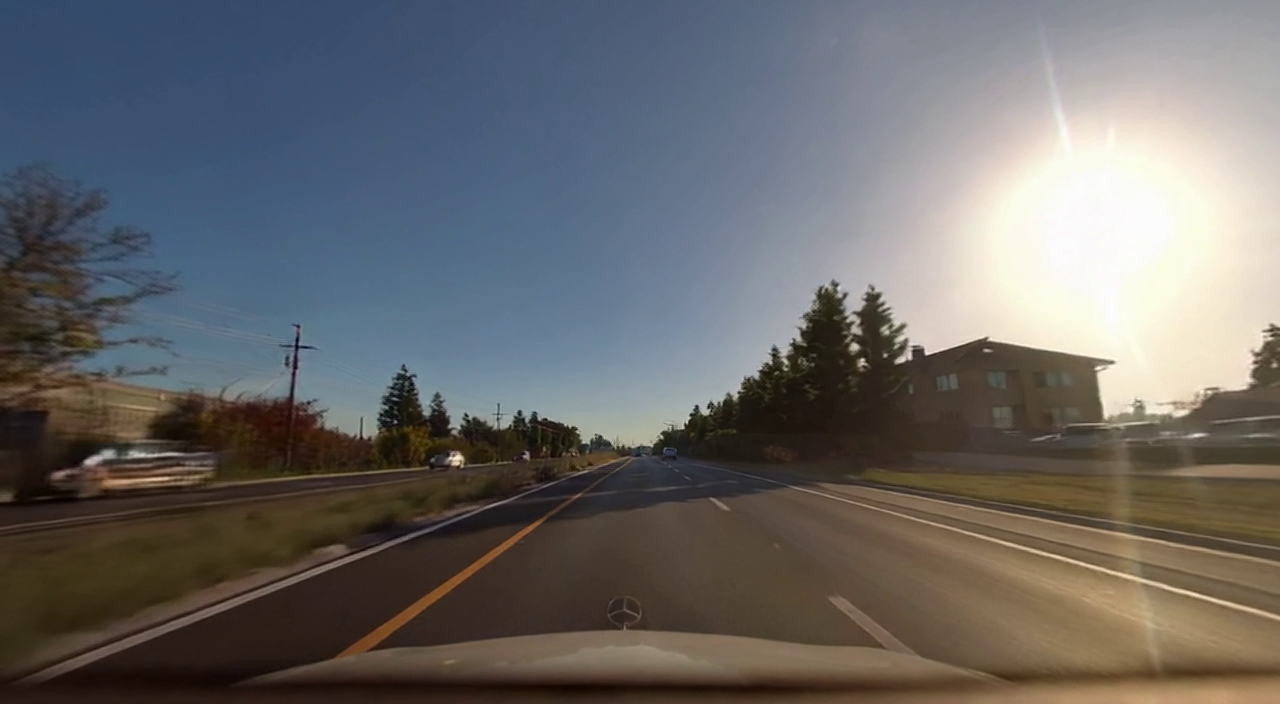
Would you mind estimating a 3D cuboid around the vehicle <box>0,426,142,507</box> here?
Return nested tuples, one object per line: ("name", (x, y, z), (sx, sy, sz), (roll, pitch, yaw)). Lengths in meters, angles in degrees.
("vehicle", (-22.267, 4.240, 23.868), (2.524, 2.717, 4.974), (-1, -8, 2))
